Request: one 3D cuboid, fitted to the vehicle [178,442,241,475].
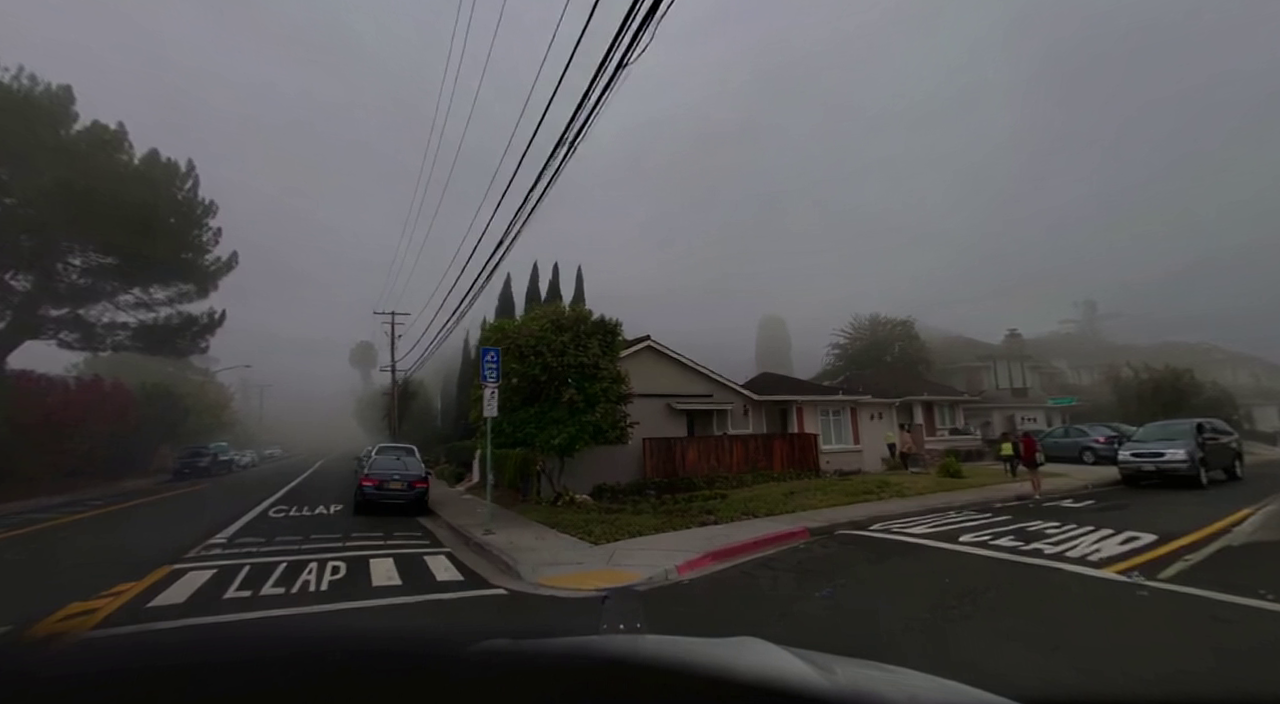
[{"bbox_3d":[-25.553,6.286,37.672,2.203,1.787,4.704,3,-9,-24],"label":"vehicle"}]
